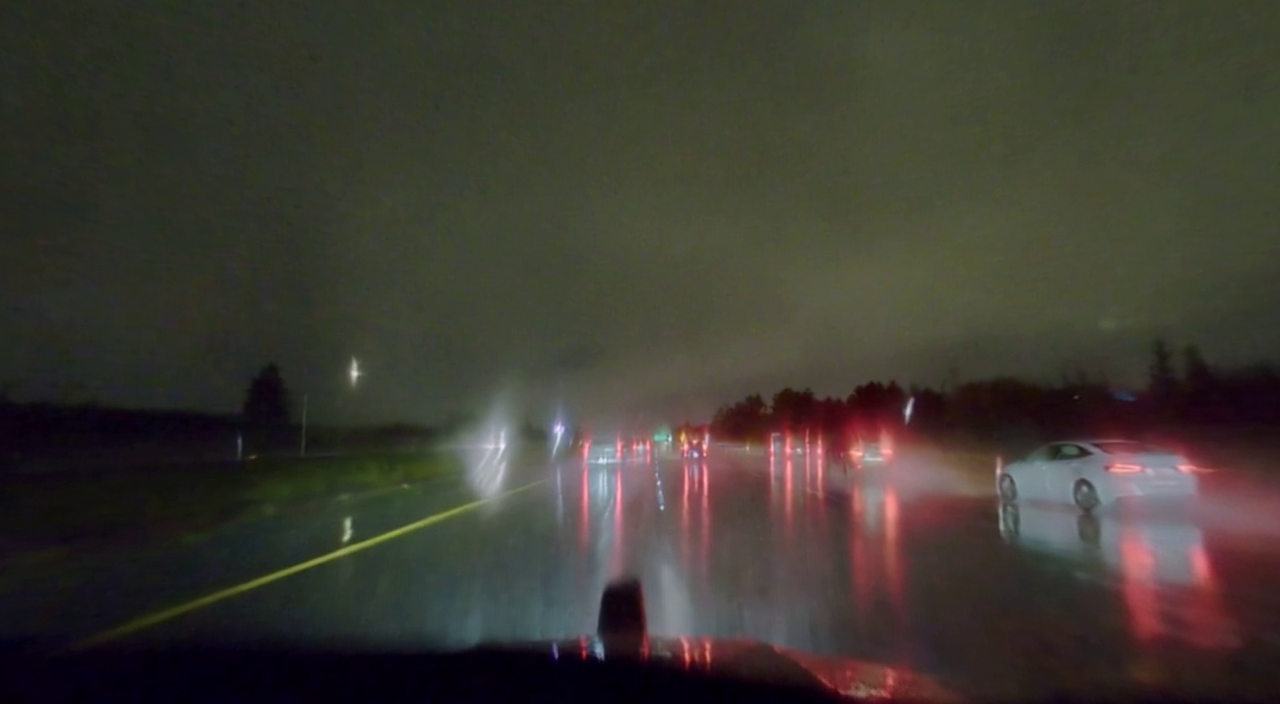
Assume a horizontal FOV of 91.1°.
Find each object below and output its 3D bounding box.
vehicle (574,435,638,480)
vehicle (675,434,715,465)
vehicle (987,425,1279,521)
[{"bbox_3d":[-1.185,3.982,23.976,2.050,1.546,4.344,-1,-8,2],"label":"vehicle"},{"bbox_3d":[3.194,5.807,37.523,2.063,1.698,4.355,0,-8,1],"label":"vehicle"},{"bbox_3d":[9.226,2.274,12.452,1.870,1.493,5.015,0,-8,1],"label":"vehicle"}]
